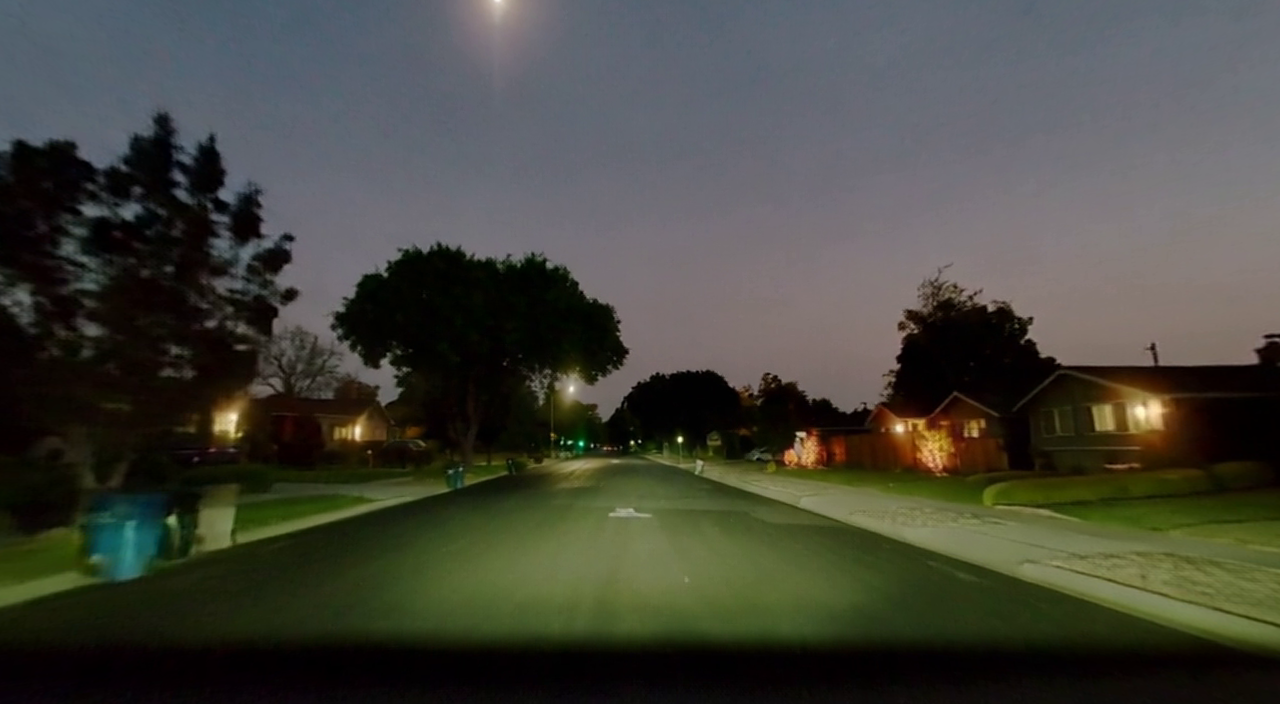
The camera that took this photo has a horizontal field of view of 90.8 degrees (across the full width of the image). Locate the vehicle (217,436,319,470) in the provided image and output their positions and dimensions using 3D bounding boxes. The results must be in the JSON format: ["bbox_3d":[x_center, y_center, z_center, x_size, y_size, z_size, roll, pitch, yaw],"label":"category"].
[{"bbox_3d":[-20.816,5.678,35.515,4.359,1.789,2.123,0,-10,-2],"label":"vehicle"}]

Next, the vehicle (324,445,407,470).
[{"bbox_3d":[-17.357,6.711,40.117,4.307,1.508,2.072,0,-10,-1],"label":"vehicle"}]
